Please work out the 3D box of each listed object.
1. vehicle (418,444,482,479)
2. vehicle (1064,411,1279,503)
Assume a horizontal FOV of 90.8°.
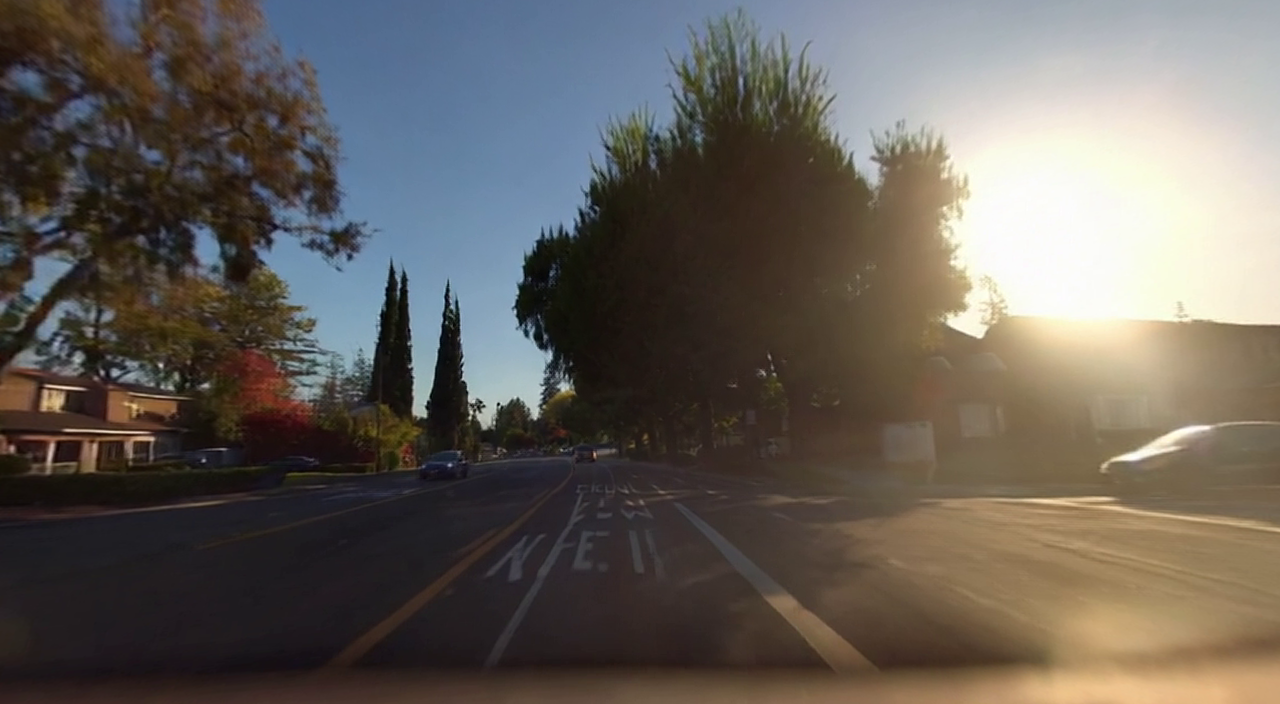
[{"bbox_3d":[-10.408,5.999,34.937,2.053,1.727,4.651,-1,-8,0],"label":"vehicle"},{"bbox_3d":[11.591,2.061,12.648,4.702,1.661,1.977,-1,-8,1],"label":"vehicle"}]
